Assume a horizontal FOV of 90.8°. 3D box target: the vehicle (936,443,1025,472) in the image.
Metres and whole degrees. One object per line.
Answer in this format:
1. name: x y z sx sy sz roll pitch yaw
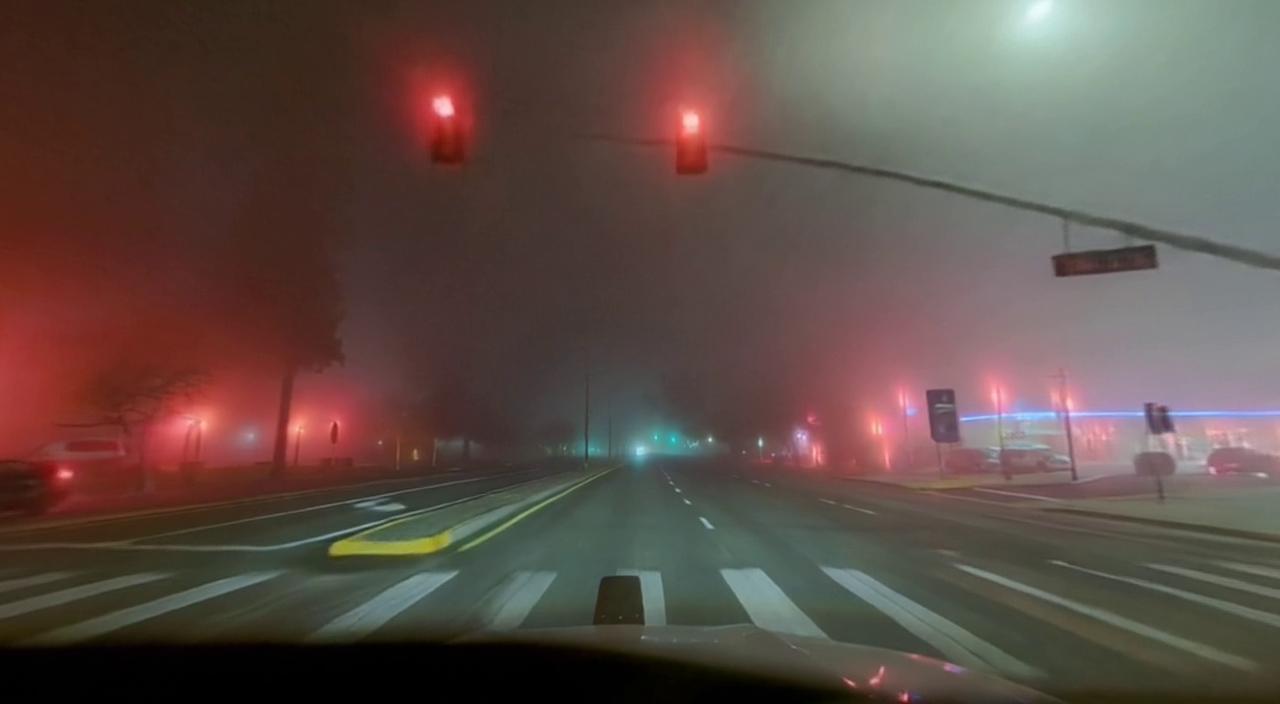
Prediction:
1. vehicle: 21.222 6.594 39.469 4.376 1.575 1.981 -1 -9 -7

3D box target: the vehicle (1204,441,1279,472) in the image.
1. vehicle: 33.519 5.575 33.764 4.757 1.578 2.059 0 -9 -2

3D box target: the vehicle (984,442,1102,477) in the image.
1. vehicle: 19.871 5.321 31.308 4.468 1.635 2.017 0 -9 -2
